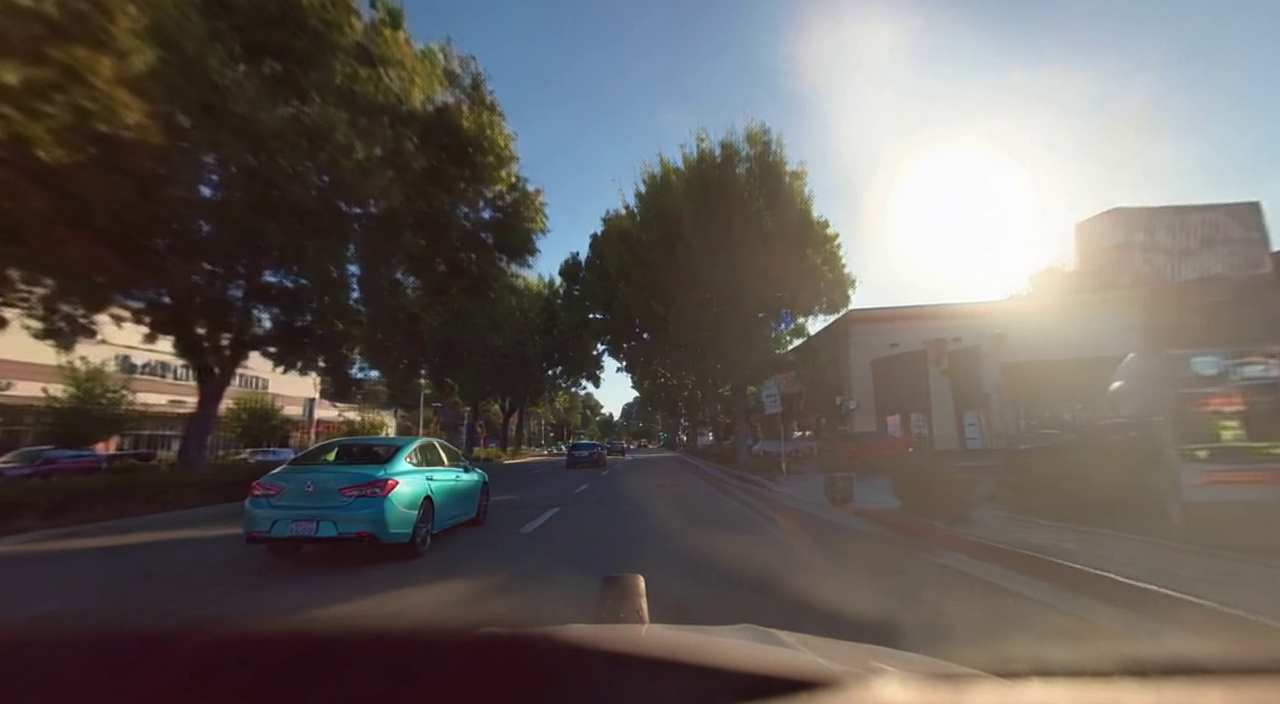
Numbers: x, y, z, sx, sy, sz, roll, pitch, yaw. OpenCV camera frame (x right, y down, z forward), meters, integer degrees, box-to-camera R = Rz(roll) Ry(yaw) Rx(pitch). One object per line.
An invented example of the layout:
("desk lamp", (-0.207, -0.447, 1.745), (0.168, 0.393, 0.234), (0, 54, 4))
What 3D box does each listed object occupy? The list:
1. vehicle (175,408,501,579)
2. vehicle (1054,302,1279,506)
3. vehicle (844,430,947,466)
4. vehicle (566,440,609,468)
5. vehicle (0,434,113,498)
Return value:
("vehicle", (-3.477, 1.740, 8.557), (2.126, 1.655, 4.560), (0, -9, 0))
("vehicle", (15.148, 1.228, 14.974), (8.300, 4.310, 2.832), (-1, -8, 0))
("vehicle", (14.019, 5.268, 34.842), (4.697, 1.518, 1.990), (-4, -7, -3))
("vehicle", (-2.961, 5.867, 36.491), (1.955, 1.461, 4.396), (0, -9, 1))
("vehicle", (-25.993, 4.846, 27.052), (2.393, 2.465, 5.027), (-1, -9, 0))
